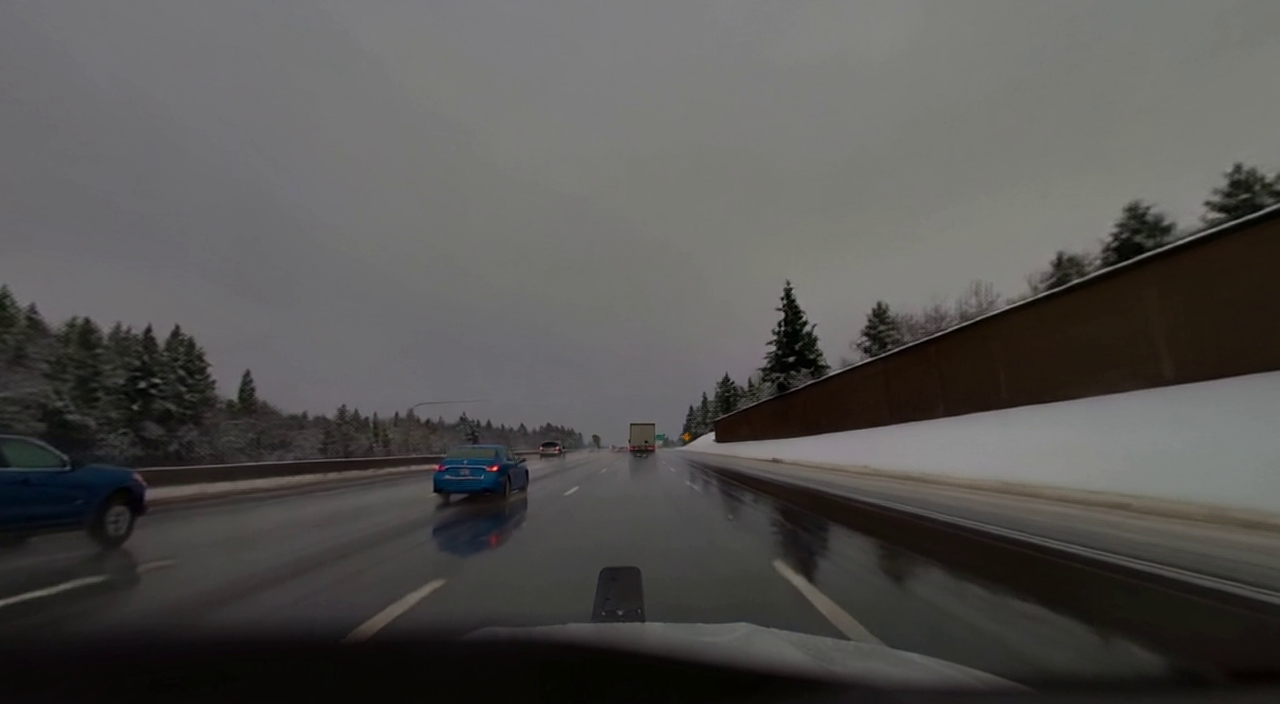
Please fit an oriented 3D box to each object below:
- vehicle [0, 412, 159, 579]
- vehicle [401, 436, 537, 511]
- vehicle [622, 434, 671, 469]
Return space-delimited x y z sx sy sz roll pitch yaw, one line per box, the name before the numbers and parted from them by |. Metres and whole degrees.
vehicle | -7.569 1.401 6.034 2.189 1.673 4.699 0 -9 -1
vehicle | -3.820 2.791 14.980 2.000 1.512 4.371 0 -9 0
vehicle | 0.346 6.101 38.768 2.856 1.994 4.931 0 -9 -1
